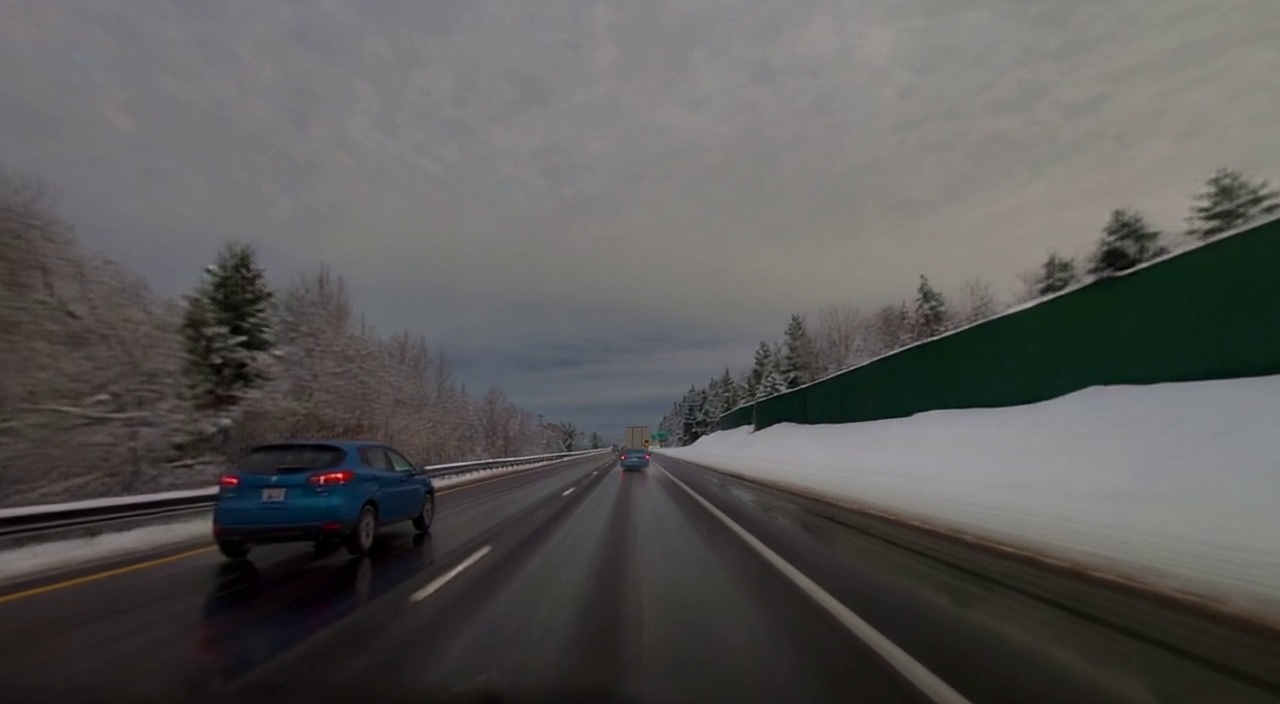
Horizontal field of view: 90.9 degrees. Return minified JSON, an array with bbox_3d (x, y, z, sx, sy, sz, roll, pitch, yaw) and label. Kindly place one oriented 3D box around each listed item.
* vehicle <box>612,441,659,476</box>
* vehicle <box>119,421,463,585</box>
[{"bbox_3d":[-0.240,4.920,29.434,2.057,1.516,4.065,0,-8,-1],"label":"vehicle"},{"bbox_3d":[-3.900,1.736,8.107,2.054,1.536,4.128,0,-8,0],"label":"vehicle"}]
